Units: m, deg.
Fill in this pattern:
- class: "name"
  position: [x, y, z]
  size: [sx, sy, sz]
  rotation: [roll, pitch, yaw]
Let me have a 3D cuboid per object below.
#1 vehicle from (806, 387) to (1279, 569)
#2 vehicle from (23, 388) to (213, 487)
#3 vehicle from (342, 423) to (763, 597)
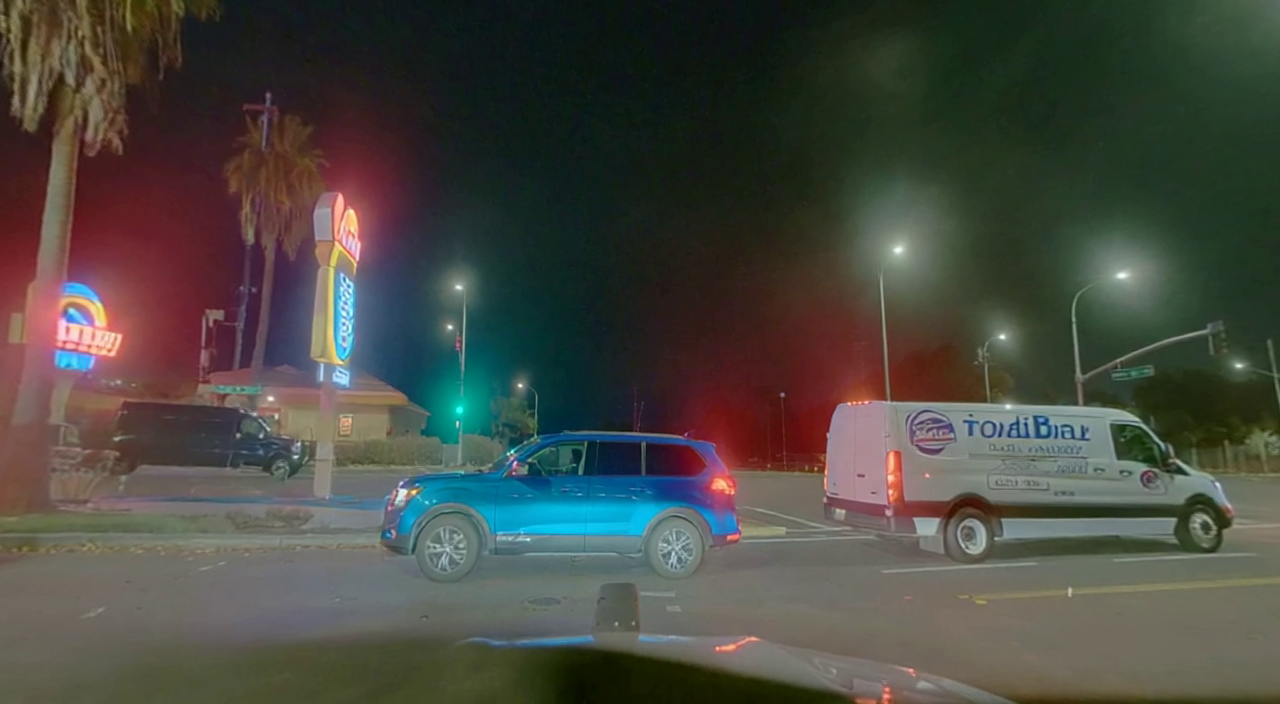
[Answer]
- class: "vehicle"
  position: [5.968, 1.779, 9.500]
  size: [6.246, 2.202, 2.277]
  rotation: [1, -9, -11]
- class: "vehicle"
  position: [-23.523, 4.008, 29.249]
  size: [3.034, 3.929, 7.699]
  rotation: [1, -9, -9]
- class: "vehicle"
  position: [-1.013, 1.815, 7.945]
  size: [4.493, 1.728, 2.137]
  rotation: [2, -9, -12]
